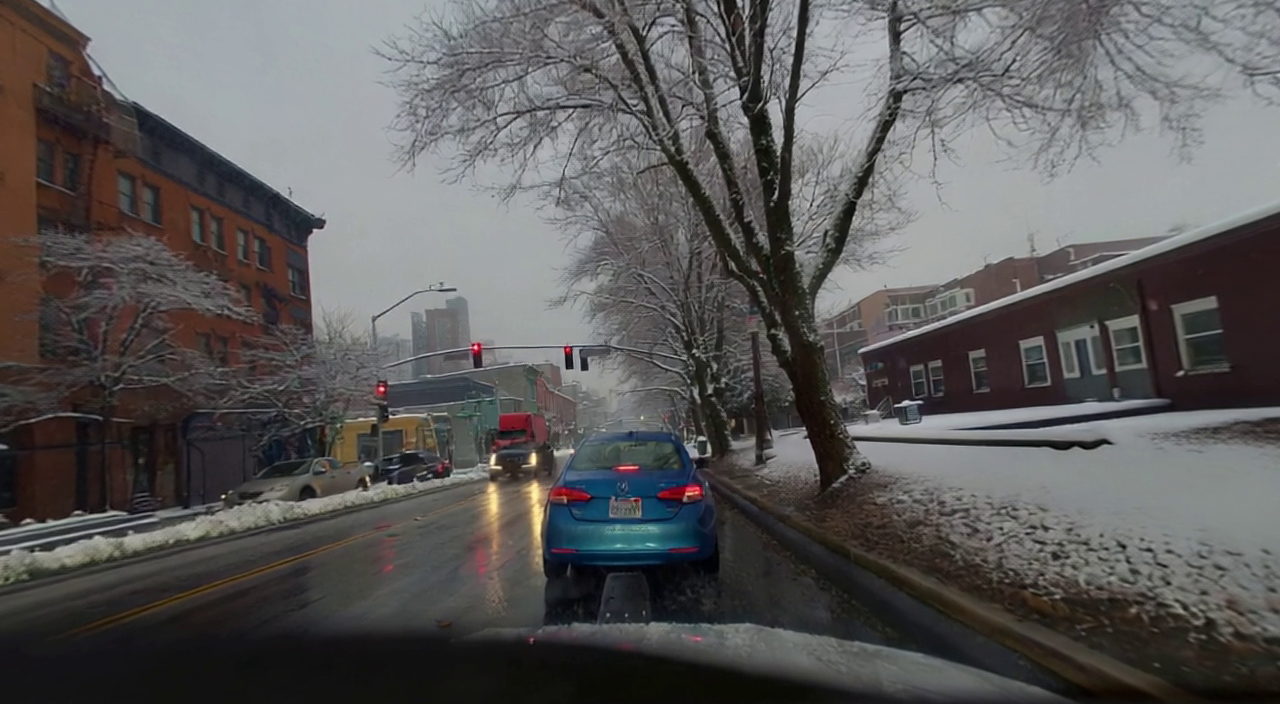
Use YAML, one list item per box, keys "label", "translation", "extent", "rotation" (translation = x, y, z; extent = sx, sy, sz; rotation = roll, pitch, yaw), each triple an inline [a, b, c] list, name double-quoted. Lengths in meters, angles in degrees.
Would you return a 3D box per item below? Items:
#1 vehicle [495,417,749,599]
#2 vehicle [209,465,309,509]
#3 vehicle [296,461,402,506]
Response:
- label: "vehicle"
  translation: [-0.065, 1.577, 7.228]
  extent: [2.094, 1.478, 3.922]
  rotation: [-1, -8, 3]
- label: "vehicle"
  translation: [-17.441, 6.155, 28.917]
  extent: [3.516, 1.383, 1.704]
  rotation: [-10, -10, 1]
- label: "vehicle"
  translation: [-11.226, 5.077, 24.724]
  extent: [2.010, 1.483, 4.324]
  rotation: [0, -8, 1]
